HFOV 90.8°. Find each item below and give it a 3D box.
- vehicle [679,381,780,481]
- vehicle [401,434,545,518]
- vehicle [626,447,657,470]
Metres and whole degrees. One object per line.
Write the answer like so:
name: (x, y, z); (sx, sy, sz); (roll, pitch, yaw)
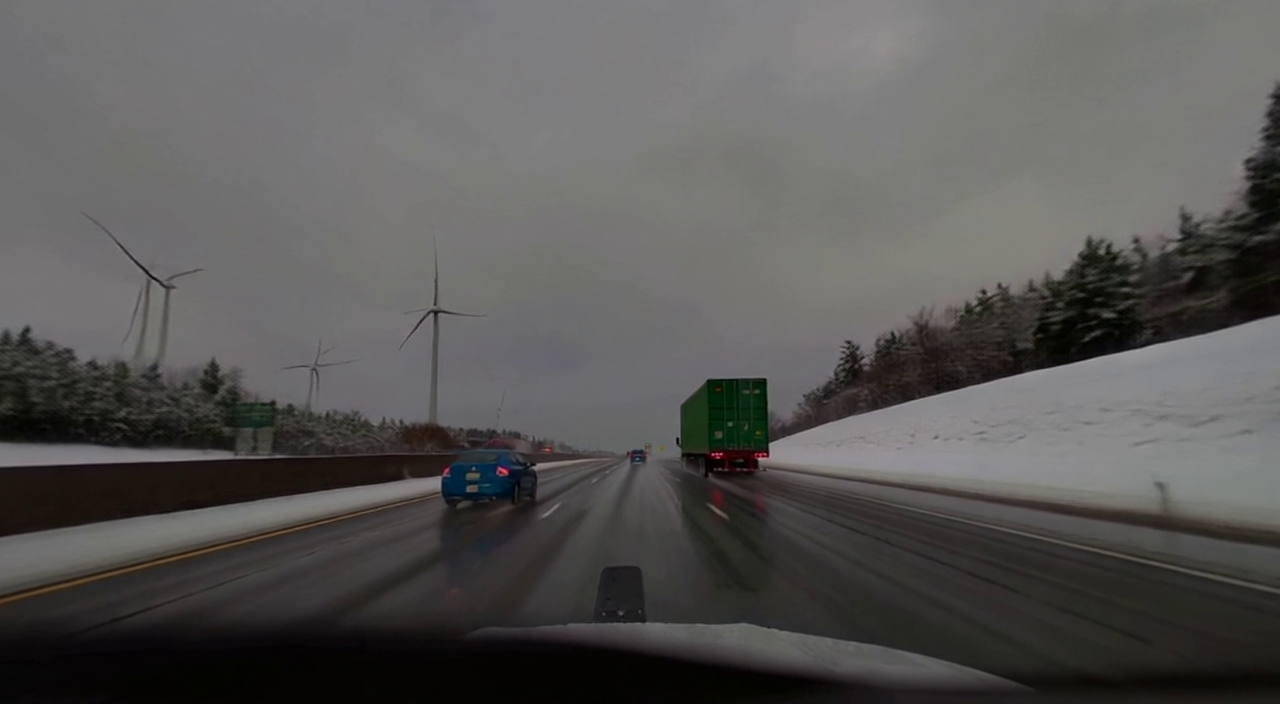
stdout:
vehicle: (3.999, 4.198, 32.179); (2.947, 3.989, 13.568); (0, -9, -1)
vehicle: (-3.371, 2.589, 13.631); (1.952, 1.521, 4.095); (0, -9, 0)
vehicle: (0.074, 7.037, 41.829); (1.931, 1.453, 3.695); (0, -9, -1)
